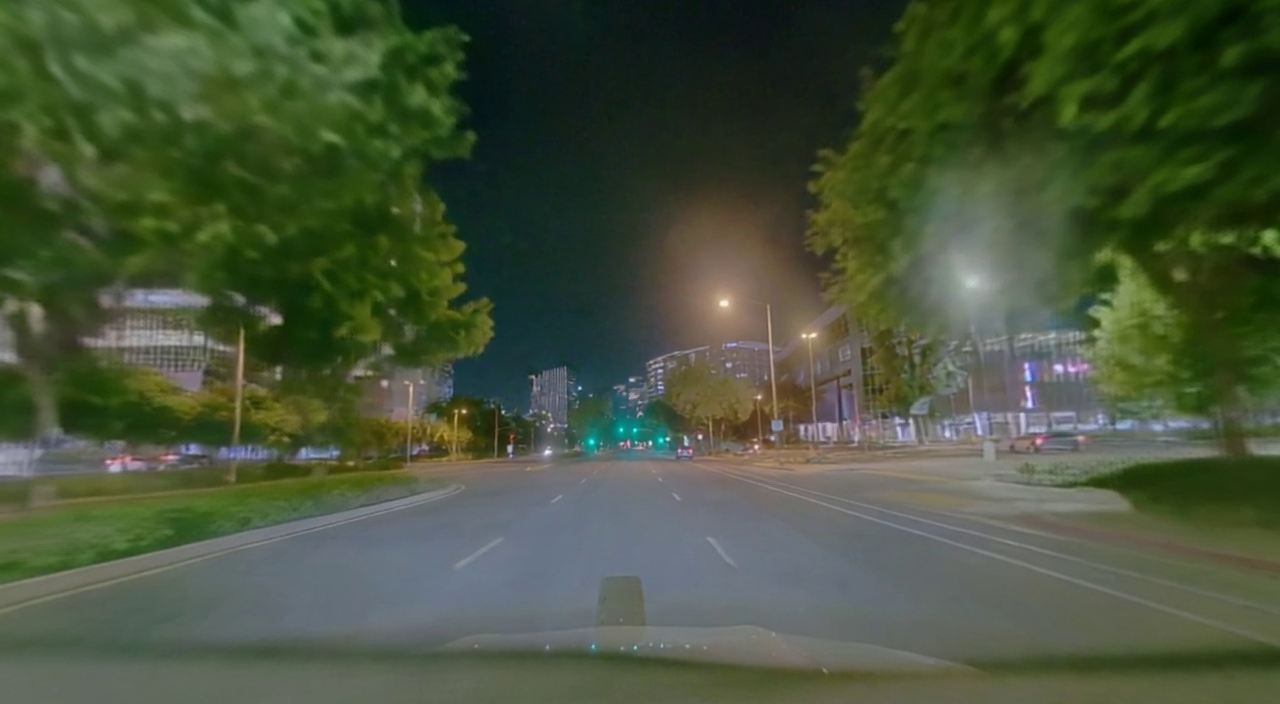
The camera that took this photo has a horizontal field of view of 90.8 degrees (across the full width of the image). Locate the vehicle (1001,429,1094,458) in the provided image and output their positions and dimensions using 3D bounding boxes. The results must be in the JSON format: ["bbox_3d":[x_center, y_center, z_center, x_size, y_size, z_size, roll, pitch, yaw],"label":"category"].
[{"bbox_3d":[22.258,5.040,34.758,1.834,1.444,4.703,0,-8,-3],"label":"vehicle"}]
